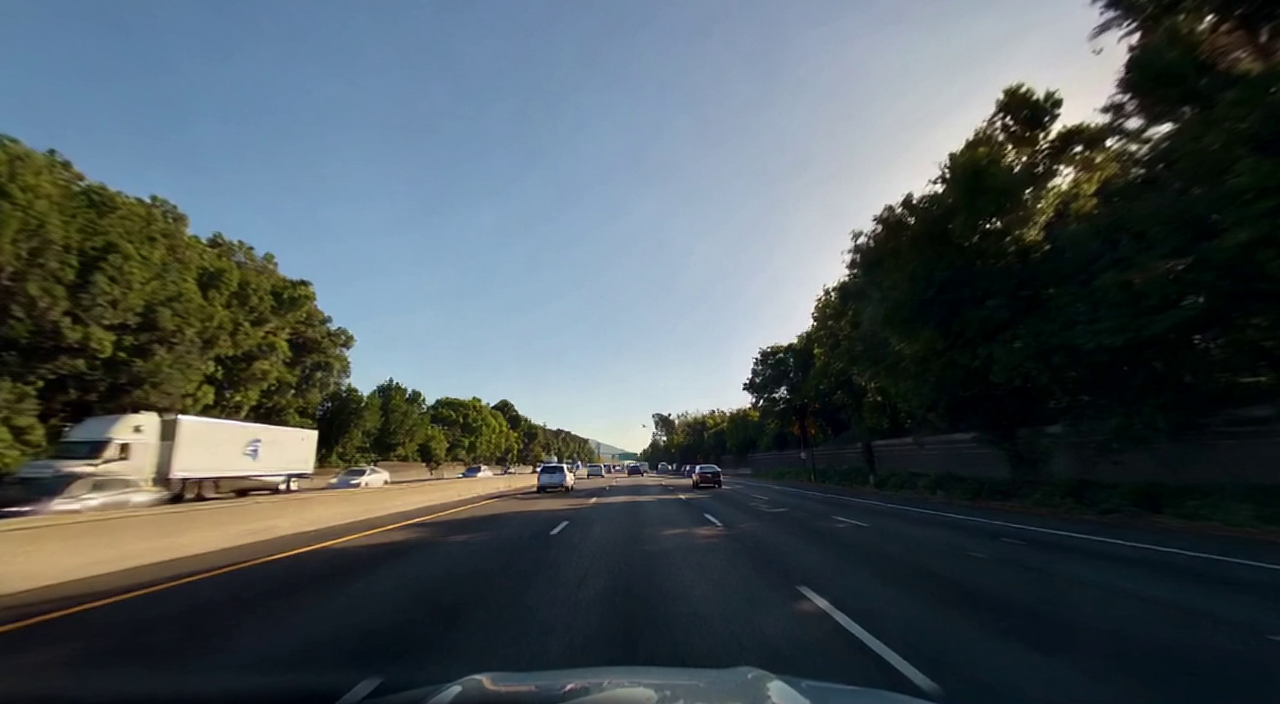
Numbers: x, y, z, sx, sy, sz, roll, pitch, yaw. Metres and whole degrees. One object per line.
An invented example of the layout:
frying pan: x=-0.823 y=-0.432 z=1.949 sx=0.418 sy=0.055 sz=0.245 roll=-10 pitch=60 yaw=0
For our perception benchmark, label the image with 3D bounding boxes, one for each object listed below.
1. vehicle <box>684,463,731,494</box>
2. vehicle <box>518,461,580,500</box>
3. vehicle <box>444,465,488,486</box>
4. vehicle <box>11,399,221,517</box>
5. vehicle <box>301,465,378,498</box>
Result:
vehicle: x=3.559 y=6.753 z=33.891 sx=1.981 sy=1.516 sz=4.109 roll=1 pitch=-10 yaw=-1
vehicle: x=-3.741 y=5.378 z=26.603 sx=2.000 sy=1.484 sz=3.995 roll=1 pitch=-11 yaw=-1
vehicle: x=-12.713 y=9.040 z=46.307 sx=1.913 sy=1.457 sz=4.579 roll=1 pitch=-11 yaw=0
vehicle: x=-20.082 y=4.197 z=24.787 sx=2.938 sy=4.013 sz=5.762 roll=1 pitch=-11 yaw=-1
vehicle: x=-16.107 y=6.958 z=34.057 sx=1.877 sy=1.593 sz=4.590 roll=1 pitch=-11 yaw=0
